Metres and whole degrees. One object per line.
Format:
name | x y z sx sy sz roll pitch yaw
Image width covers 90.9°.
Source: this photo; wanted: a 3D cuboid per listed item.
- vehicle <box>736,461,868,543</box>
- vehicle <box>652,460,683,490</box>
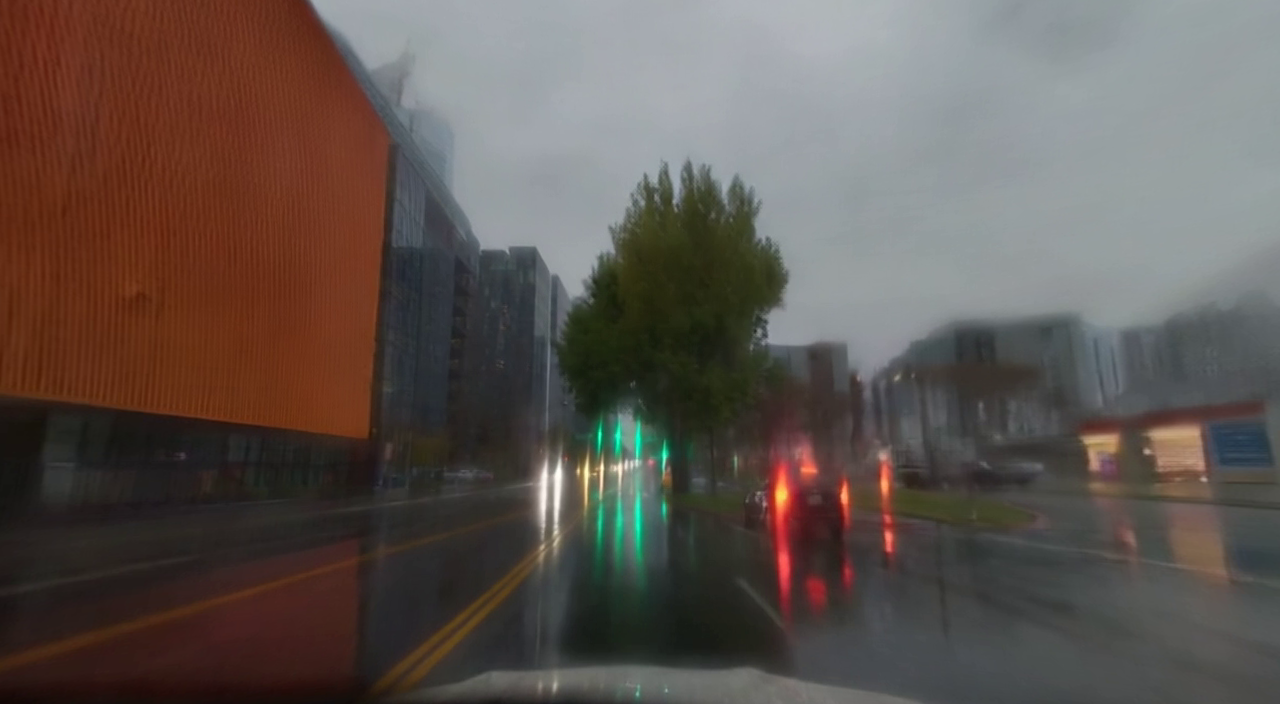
vehicle | 3.281 3.131 13.564 1.899 1.470 3.666 0 -11 1
vehicle | 1.961 9.002 46.206 2.064 2.010 4.791 0 -11 1
